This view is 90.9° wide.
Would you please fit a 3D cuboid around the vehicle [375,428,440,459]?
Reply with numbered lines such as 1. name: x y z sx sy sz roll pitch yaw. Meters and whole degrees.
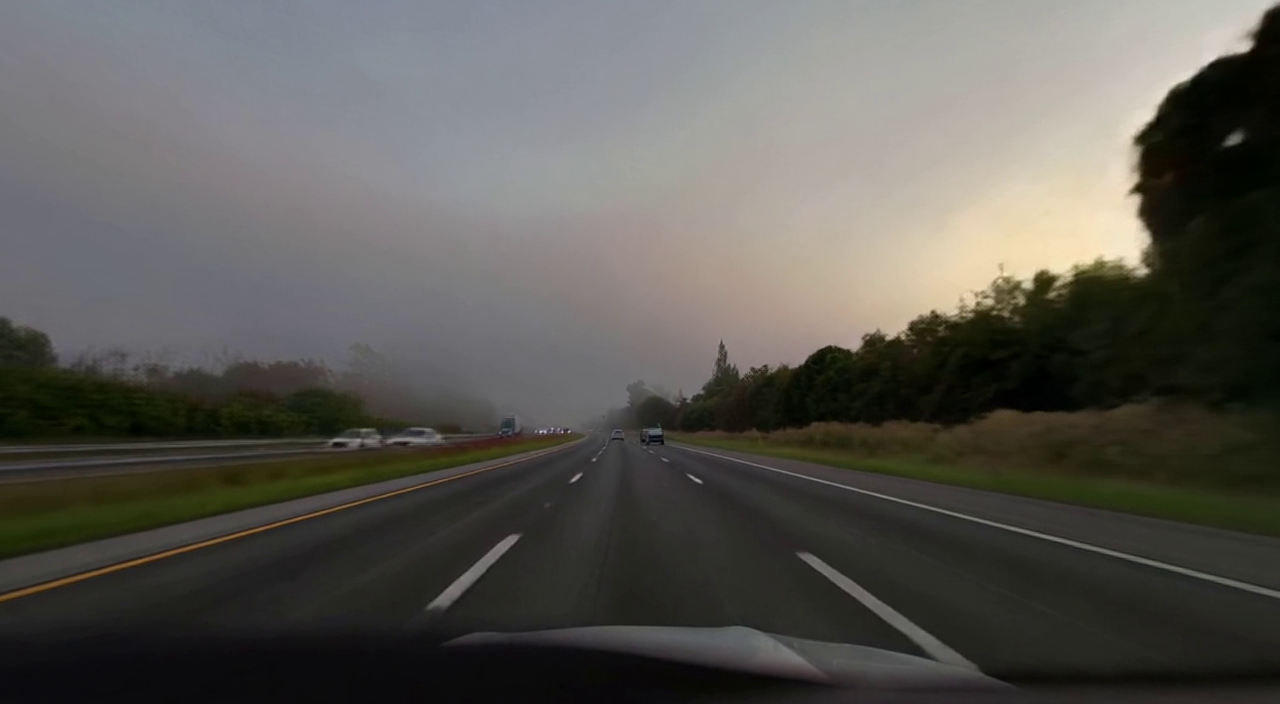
1. vehicle: -12.251 4.842 33.435 1.842 1.534 4.154 0 -8 0

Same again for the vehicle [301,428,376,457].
1. vehicle: -16.190 4.874 34.064 2.077 1.480 4.193 0 -8 -2
